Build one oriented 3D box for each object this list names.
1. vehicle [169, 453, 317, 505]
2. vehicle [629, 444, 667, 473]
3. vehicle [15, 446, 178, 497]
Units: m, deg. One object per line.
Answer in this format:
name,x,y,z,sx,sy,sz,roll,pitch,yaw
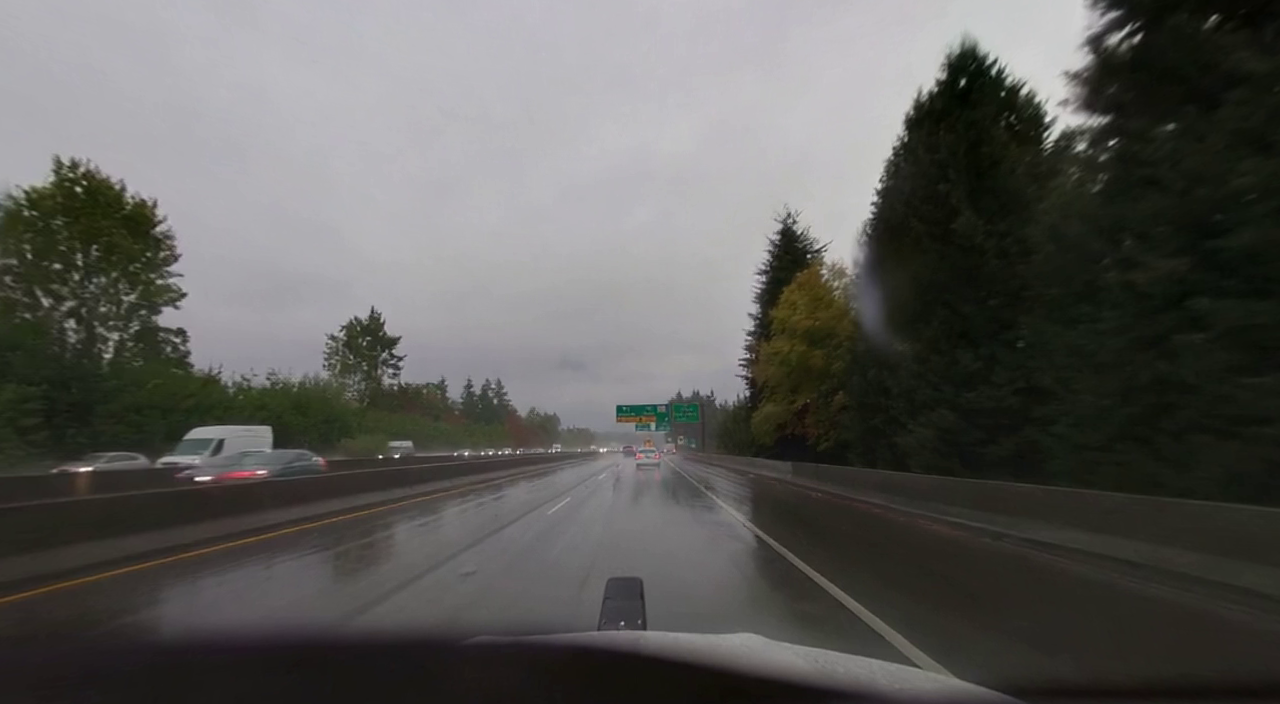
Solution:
vehicle,-12.789,4.082,20.705,1.950,1.477,4.403,0,-9,1
vehicle,0.391,5.755,34.095,1.960,1.456,3.818,0,-9,0
vehicle,-20.658,4.524,24.321,2.085,1.735,4.687,0,-9,0
